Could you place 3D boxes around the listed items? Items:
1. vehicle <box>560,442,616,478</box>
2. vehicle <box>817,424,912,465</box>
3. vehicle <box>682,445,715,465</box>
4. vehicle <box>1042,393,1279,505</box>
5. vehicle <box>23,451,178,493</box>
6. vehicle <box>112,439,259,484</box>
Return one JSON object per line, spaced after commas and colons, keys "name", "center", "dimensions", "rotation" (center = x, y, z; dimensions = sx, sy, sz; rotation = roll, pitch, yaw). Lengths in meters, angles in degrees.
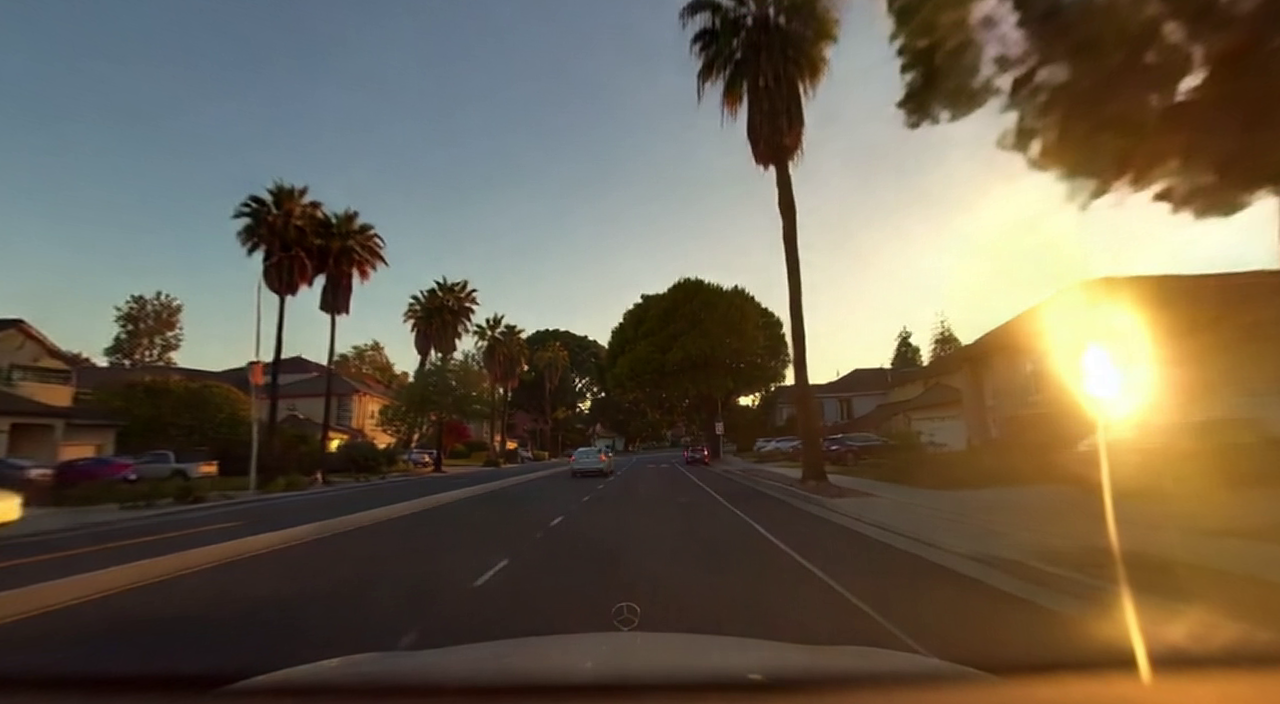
{"name": "vehicle", "center": [-2.268, 4.843, 28.600], "dimensions": [2.035, 1.474, 4.284], "rotation": [0, -8, 2]}
{"name": "vehicle", "center": [11.653, 4.783, 32.732], "dimensions": [4.531, 1.864, 2.037], "rotation": [3, -10, -30]}
{"name": "vehicle", "center": [4.574, 8.132, 49.955], "dimensions": [2.025, 1.456, 4.865], "rotation": [1, -8, -2]}
{"name": "vehicle", "center": [10.660, 1.773, 11.955], "dimensions": [4.549, 1.672, 2.008], "rotation": [-5, -10, 1]}
{"name": "vehicle", "center": [-21.065, 4.683, 24.788], "dimensions": [4.373, 1.491, 2.060], "rotation": [-1, -8, 6]}
{"name": "vehicle", "center": [-20.825, 5.035, 29.163], "dimensions": [4.942, 1.932, 2.247], "rotation": [1, -8, -3]}
